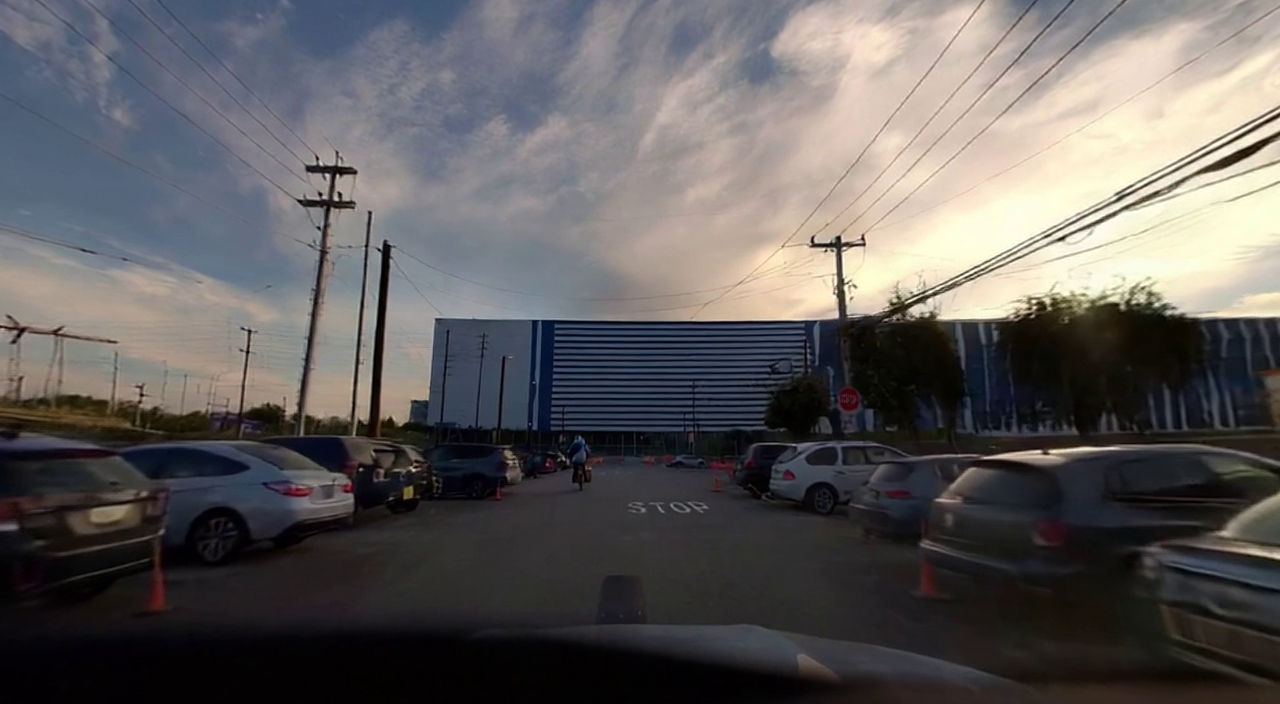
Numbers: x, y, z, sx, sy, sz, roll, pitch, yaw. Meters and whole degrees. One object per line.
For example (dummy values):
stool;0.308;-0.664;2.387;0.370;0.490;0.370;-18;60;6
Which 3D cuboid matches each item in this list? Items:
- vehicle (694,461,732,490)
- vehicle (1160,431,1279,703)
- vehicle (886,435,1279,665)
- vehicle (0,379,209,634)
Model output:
vehicle;5.075;8.657;44.527;2.007;1.804;4.136;0;-8;-2
vehicle;5.166;1.018;2.459;4.553;1.427;1.939;0;-9;-1
vehicle;4.591;1.430;5.144;4.318;1.459;1.971;0;-9;0
vehicle;-6.555;1.080;5.090;4.515;1.689;1.942;4;-12;-2
